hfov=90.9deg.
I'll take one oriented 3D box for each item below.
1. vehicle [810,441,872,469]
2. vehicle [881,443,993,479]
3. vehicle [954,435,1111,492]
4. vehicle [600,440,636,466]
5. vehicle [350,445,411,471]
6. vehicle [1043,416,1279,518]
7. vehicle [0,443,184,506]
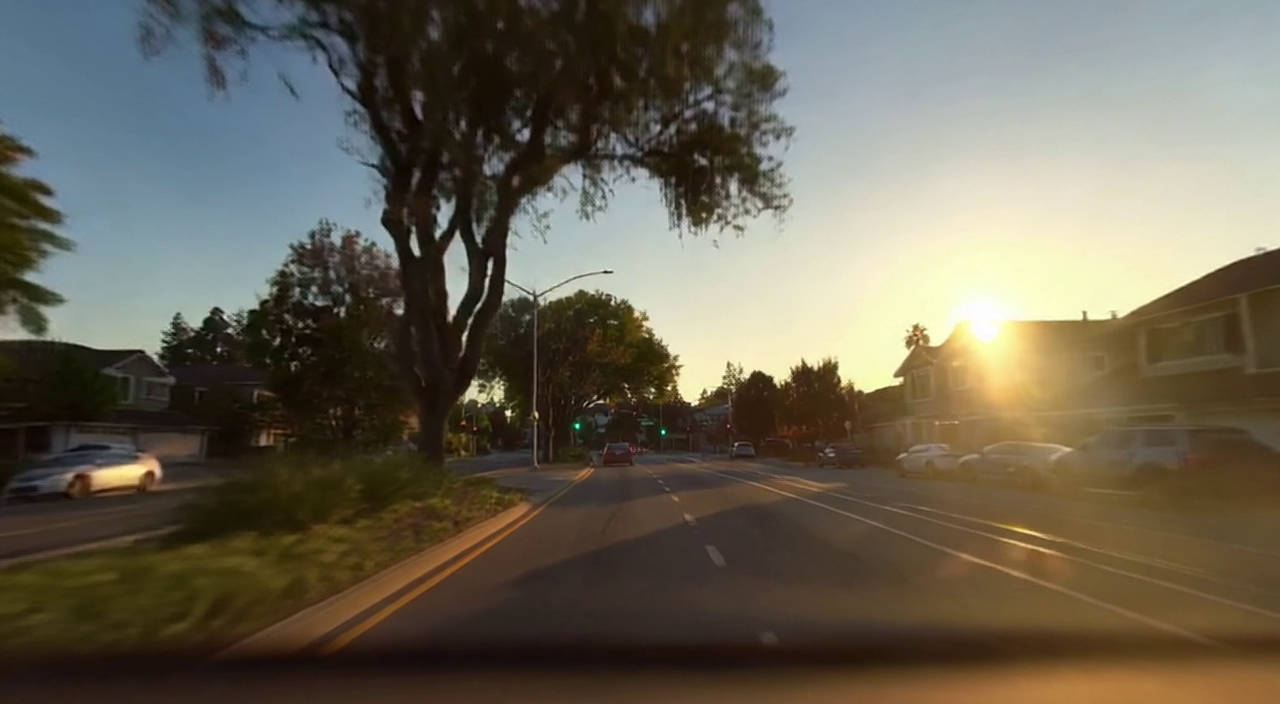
[{"bbox_3d":[11.222,5.749,35.444,1.839,1.445,4.484,0,-9,-2],"label":"vehicle"},{"bbox_3d":[11.402,4.218,24.653,2.015,1.231,4.748,0,-9,-1],"label":"vehicle"},{"bbox_3d":[11.733,3.351,19.288,1.791,1.503,4.560,0,-9,-1],"label":"vehicle"},{"bbox_3d":[-1.409,6.292,39.404,2.113,1.462,4.203,0,-9,-3],"label":"vehicle"},{"bbox_3d":[-15.872,6.501,38.838,2.070,1.469,4.524,0,-9,-3],"label":"vehicle"},{"bbox_3d":[11.484,2.389,13.582,2.147,1.767,5.125,0,-9,0],"label":"vehicle"},{"bbox_3d":[-15.214,3.352,17.644,1.884,1.540,3.927,0,-9,1],"label":"vehicle"}]
